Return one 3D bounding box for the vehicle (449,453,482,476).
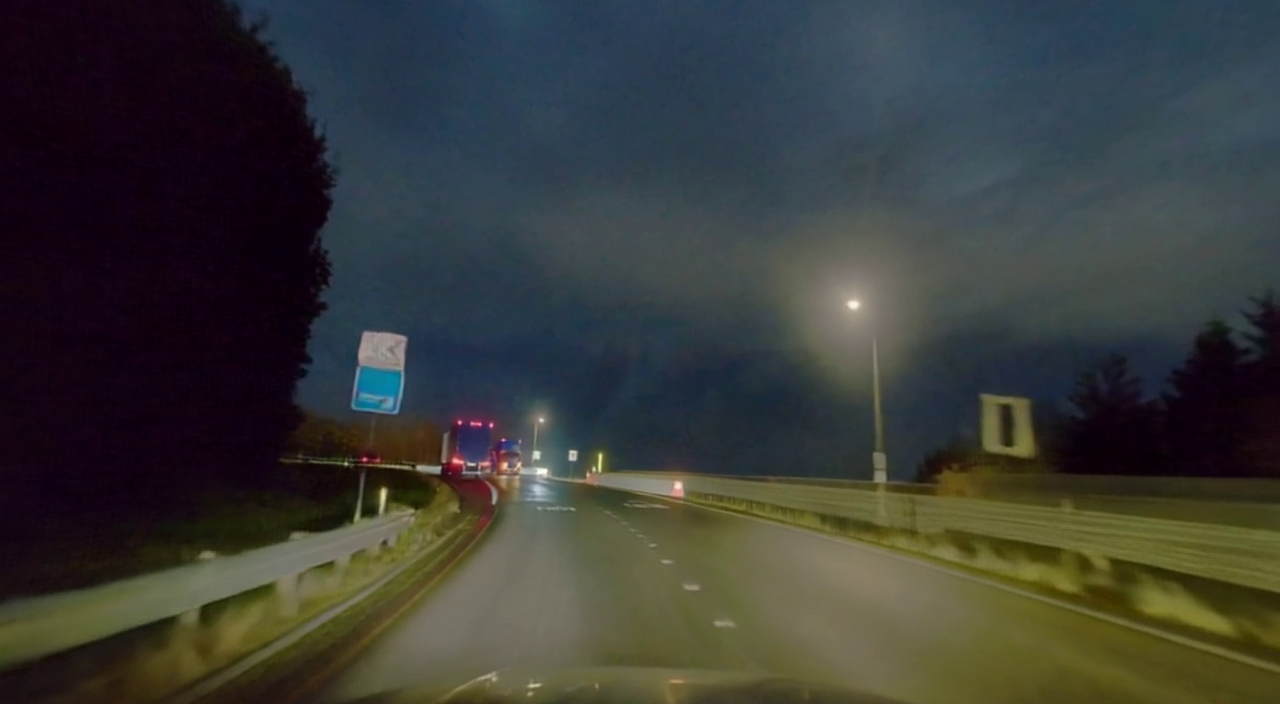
[{"bbox_3d":[-11.992,7.752,43.228,2.039,1.536,3.648,3,-11,-15],"label":"vehicle"}]
